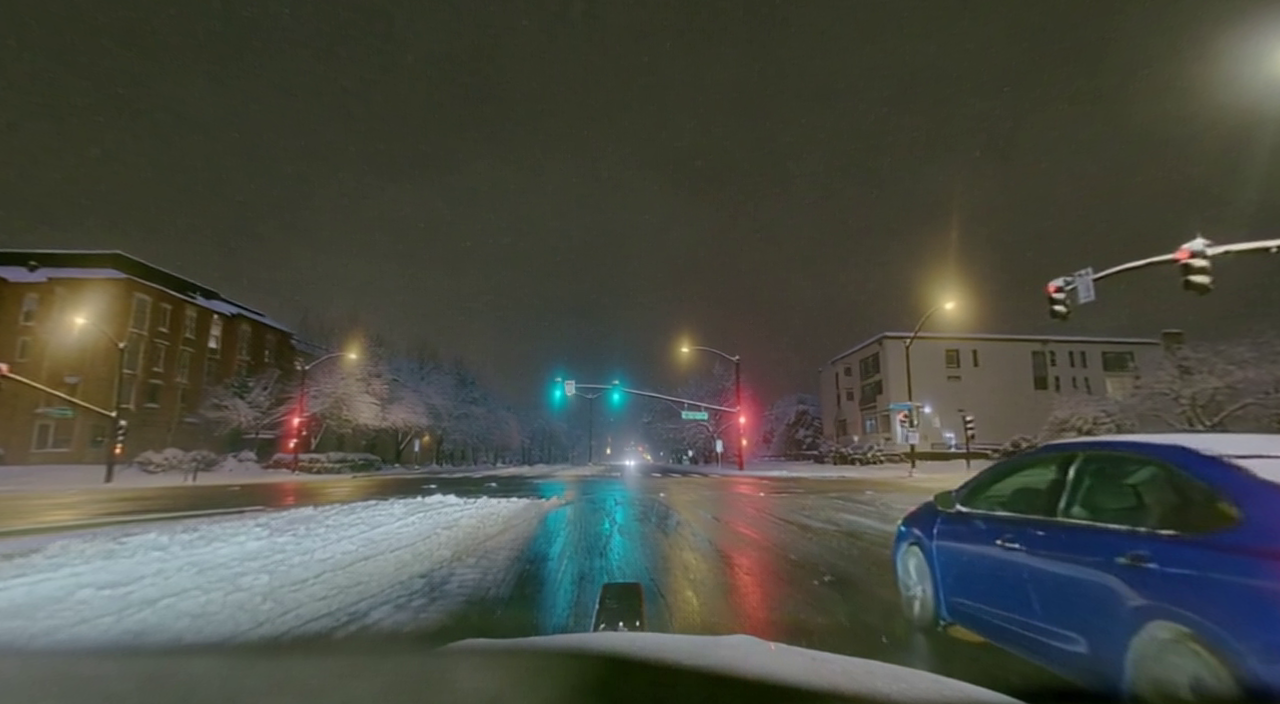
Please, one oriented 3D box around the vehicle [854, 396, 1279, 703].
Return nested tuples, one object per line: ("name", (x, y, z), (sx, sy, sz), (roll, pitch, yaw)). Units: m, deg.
("vehicle", (3.136, 1.146, 3.584), (2.089, 1.539, 4.767), (0, -9, -1))
